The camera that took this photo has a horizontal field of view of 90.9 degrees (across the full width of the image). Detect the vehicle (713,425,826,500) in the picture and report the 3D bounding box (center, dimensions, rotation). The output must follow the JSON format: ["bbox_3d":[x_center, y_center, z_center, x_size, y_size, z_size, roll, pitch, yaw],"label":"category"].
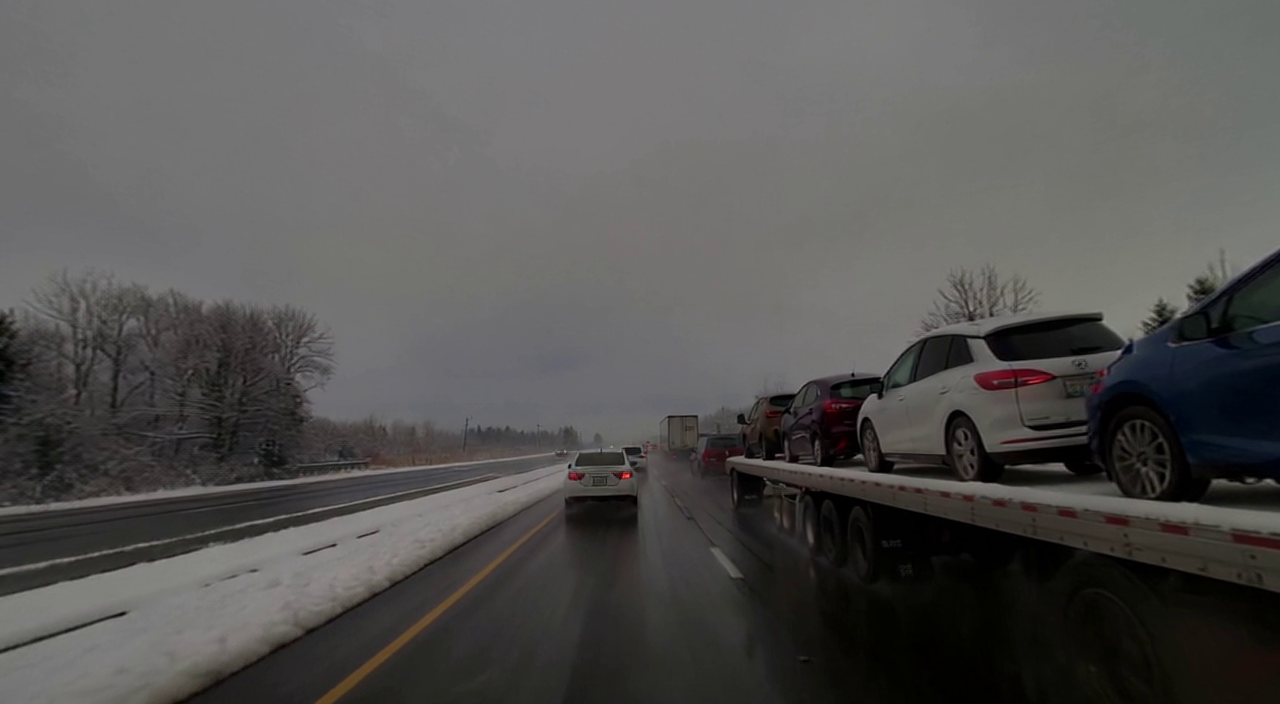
[{"bbox_3d":[3.536,3.115,18.056,2.303,1.889,3.920,0,-9,-1],"label":"vehicle"}]

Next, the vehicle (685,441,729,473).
[{"bbox_3d":[3.738,5.940,35.834,1.938,1.660,4.223,0,-9,-1],"label":"vehicle"}]

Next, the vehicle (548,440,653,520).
[{"bbox_3d":[-0.732,2.707,13.765,1.991,1.466,3.675,0,-9,0],"label":"vehicle"}]

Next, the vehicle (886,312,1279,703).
[{"bbox_3d":[3.438,0.981,3.926,1.959,1.783,4.407,0,-9,-1],"label":"vehicle"}]
